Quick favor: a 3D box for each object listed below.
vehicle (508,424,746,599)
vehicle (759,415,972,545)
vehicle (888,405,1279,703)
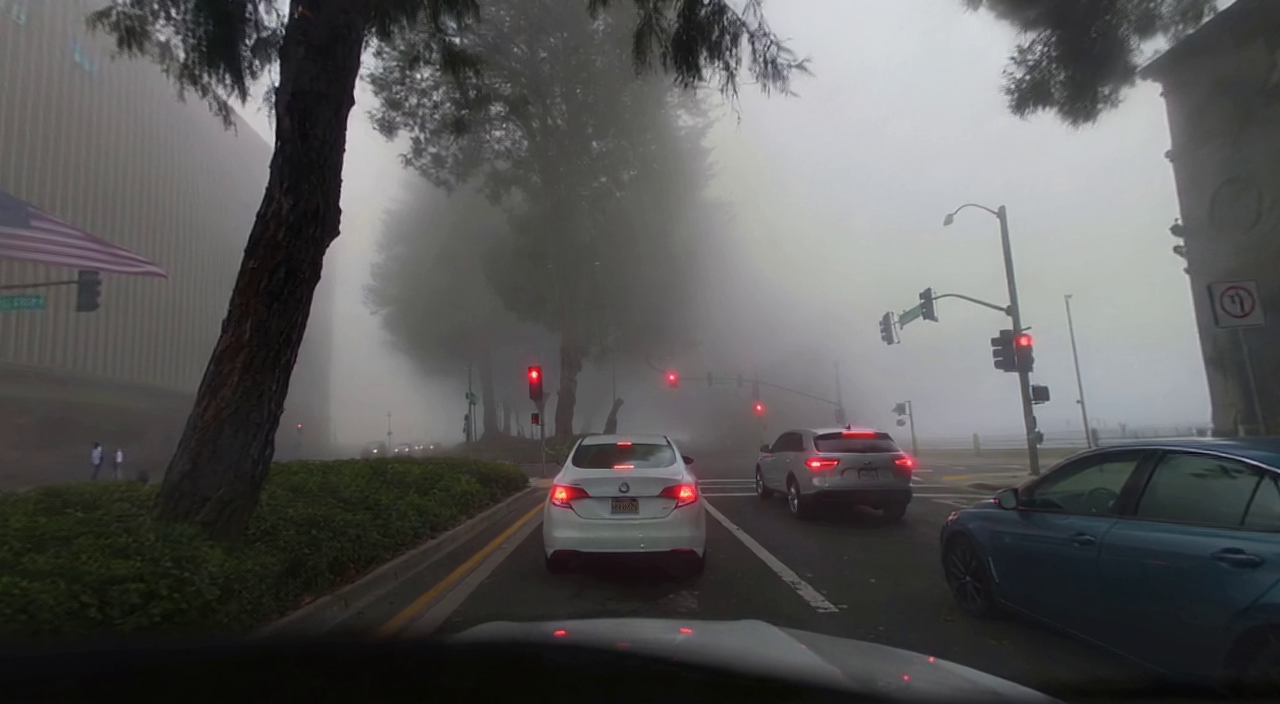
[{"bbox_3d":[-0.119,1.694,7.521,2.096,1.521,3.747,0,-8,0],"label":"vehicle"},{"bbox_3d":[3.506,2.085,10.952,1.978,1.738,4.599,0,-8,0],"label":"vehicle"},{"bbox_3d":[3.375,1.172,3.993,1.833,1.465,4.258,0,-8,-1],"label":"vehicle"}]
